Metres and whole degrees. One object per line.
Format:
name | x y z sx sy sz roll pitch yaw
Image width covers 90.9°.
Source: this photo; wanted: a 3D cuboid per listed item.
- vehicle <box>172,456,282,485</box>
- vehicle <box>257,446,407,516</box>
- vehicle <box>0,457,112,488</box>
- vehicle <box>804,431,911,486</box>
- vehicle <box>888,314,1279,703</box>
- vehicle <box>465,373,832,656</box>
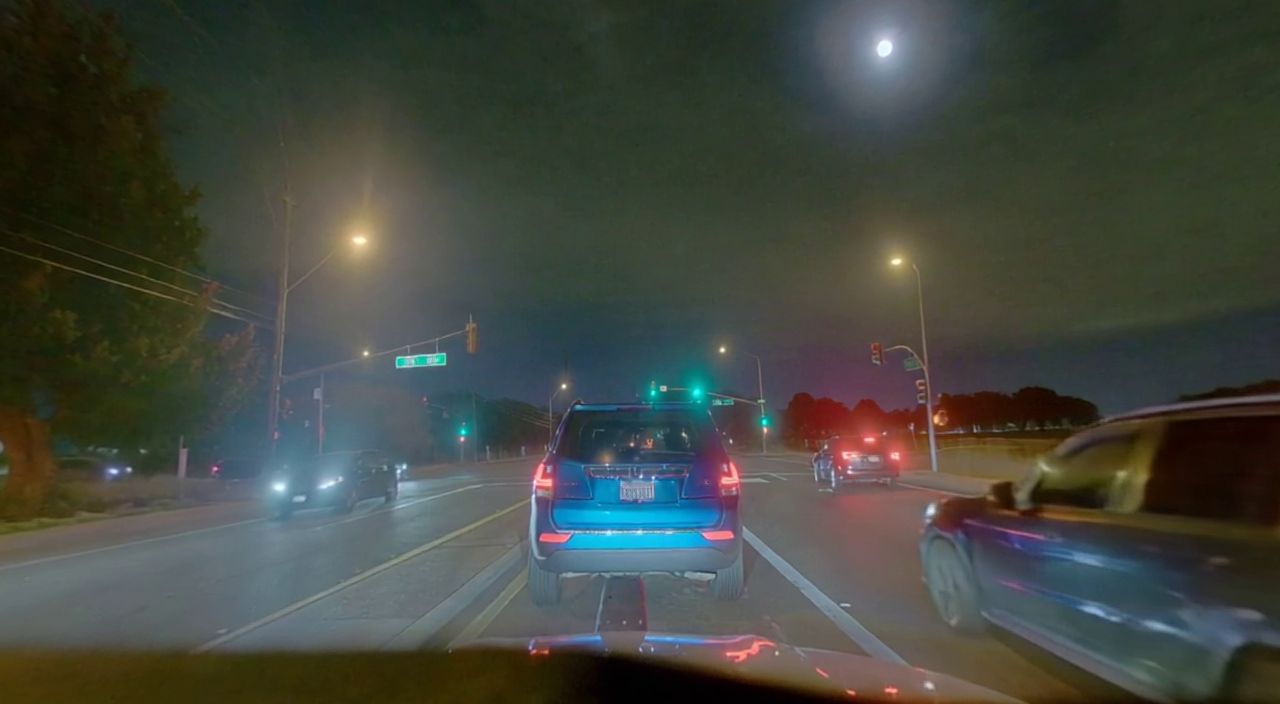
vehicle | -22.534 6.457 34.490 4.559 1.458 2.265 -1 -8 7
vehicle | -8.062 3.358 17.083 2.192 1.606 4.510 1 -8 -6
vehicle | -33.233 6.831 35.748 4.605 1.626 2.251 0 -8 2
vehicle | 7.091 3.518 21.118 2.012 1.636 4.352 0 -8 0
vehicle | 3.267 0.866 2.998 2.340 1.693 4.516 0 -8 0
vehicle | 0.043 1.321 6.117 2.298 1.770 4.138 0 -8 0
